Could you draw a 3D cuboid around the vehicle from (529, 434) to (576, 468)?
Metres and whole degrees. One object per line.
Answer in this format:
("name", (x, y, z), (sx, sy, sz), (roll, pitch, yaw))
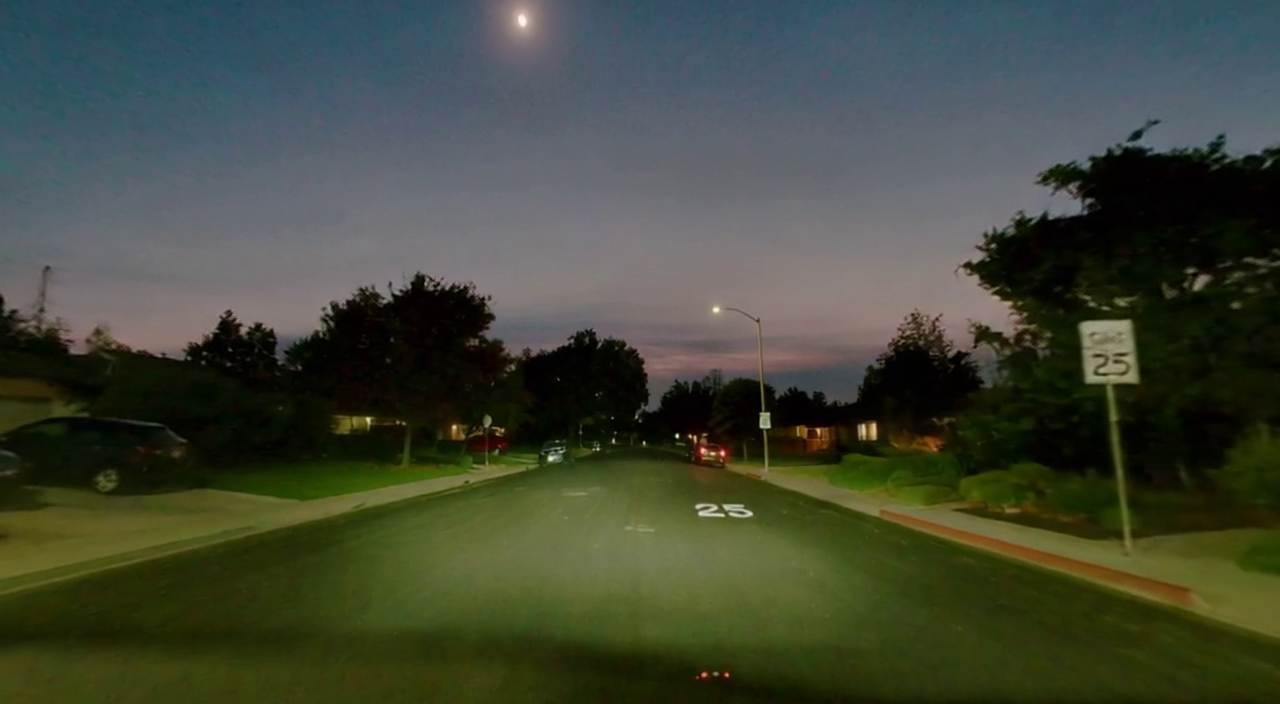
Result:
("vehicle", (-5.539, 6.401, 40.815), (2.322, 1.949, 5.695), (-1, -9, -1))

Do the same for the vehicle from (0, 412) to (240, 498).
("vehicle", (-11.520, 2.180, 13.498), (4.599, 1.671, 1.942), (0, -9, 2))

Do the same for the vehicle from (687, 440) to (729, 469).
("vehicle", (4.227, 6.440, 39.923), (2.033, 1.730, 4.554), (0, -9, -1))

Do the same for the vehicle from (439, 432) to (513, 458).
("vehicle", (-12.447, 7.067, 48.086), (5.024, 1.903, 2.102), (0, -9, 1))
